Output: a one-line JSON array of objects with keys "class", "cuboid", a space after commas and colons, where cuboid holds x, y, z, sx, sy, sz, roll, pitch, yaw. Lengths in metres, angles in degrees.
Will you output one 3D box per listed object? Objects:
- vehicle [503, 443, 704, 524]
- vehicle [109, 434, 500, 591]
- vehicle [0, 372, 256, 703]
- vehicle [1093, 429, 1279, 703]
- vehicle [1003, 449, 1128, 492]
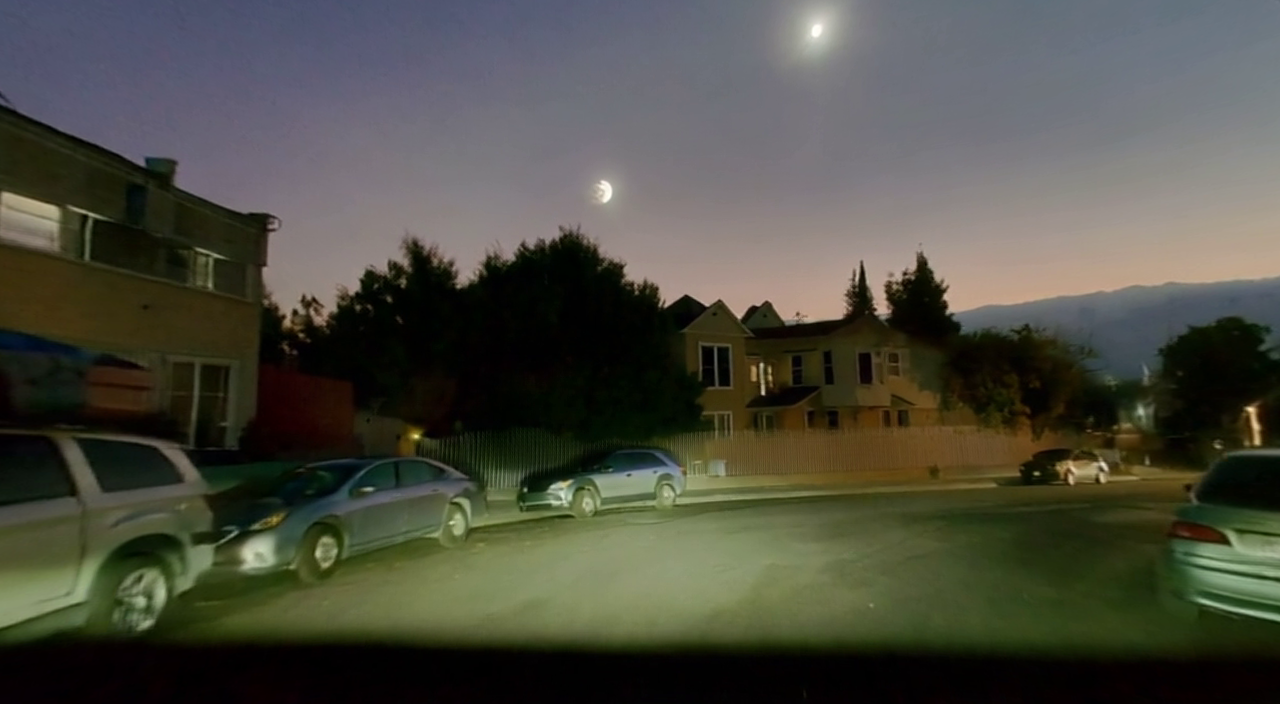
[{"class": "vehicle", "cuboid": [-0.718, 2.865, 14.476, 4.217, 1.547, 2.082, 8, -11, -43]}, {"class": "vehicle", "cuboid": [-3.895, 2.014, 8.567, 1.943, 1.475, 4.701, -5, -11, 14]}, {"class": "vehicle", "cuboid": [-4.407, 0.972, 2.871, 2.247, 1.702, 5.043, -4, -11, -1]}, {"class": "vehicle", "cuboid": [5.053, 1.395, 4.920, 2.054, 1.509, 4.671, -6, -10, 39]}, {"class": "vehicle", "cuboid": [16.497, 4.529, 24.461, 4.731, 1.478, 1.930, 5, -9, -28]}]
